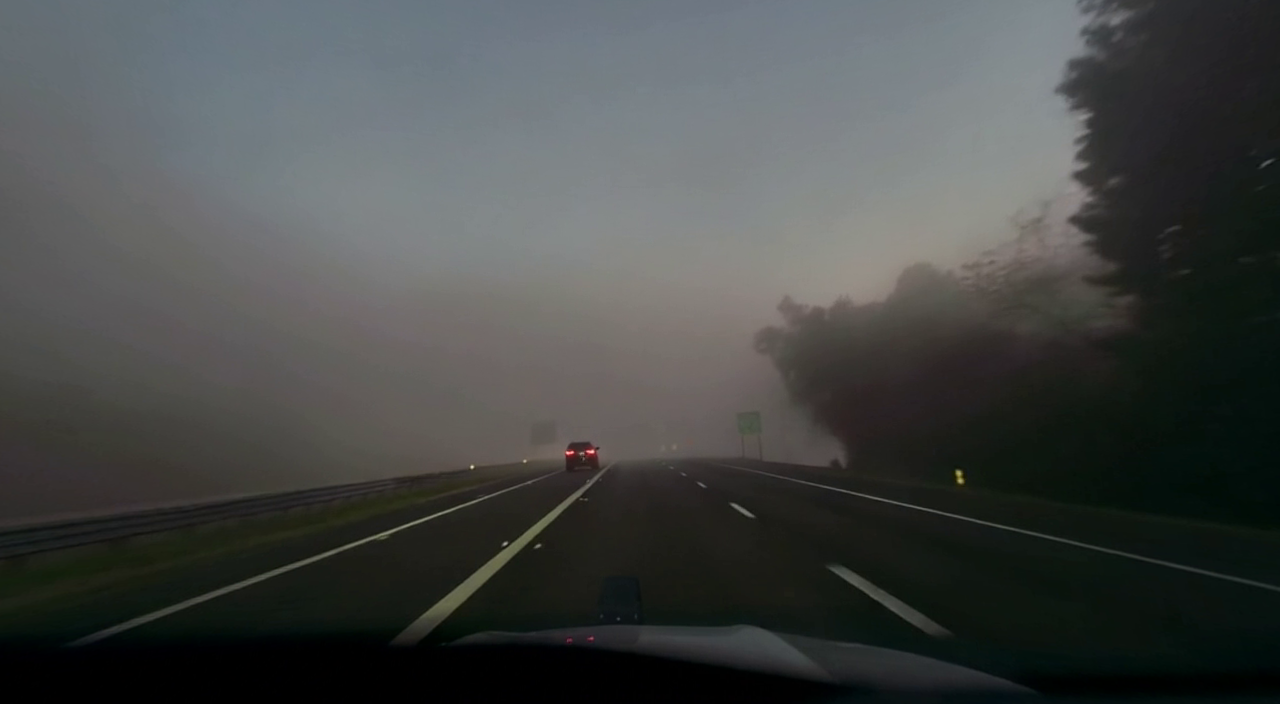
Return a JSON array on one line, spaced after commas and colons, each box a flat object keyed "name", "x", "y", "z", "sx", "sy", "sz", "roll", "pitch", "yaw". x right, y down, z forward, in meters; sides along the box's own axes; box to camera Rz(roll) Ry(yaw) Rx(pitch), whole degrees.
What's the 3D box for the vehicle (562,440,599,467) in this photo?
[{"name": "vehicle", "x": -4.172, "y": 7.182, "z": 44.964, "sx": 2.130, "sy": 1.823, "sz": 4.761, "roll": 0, "pitch": -8, "yaw": 1}]
